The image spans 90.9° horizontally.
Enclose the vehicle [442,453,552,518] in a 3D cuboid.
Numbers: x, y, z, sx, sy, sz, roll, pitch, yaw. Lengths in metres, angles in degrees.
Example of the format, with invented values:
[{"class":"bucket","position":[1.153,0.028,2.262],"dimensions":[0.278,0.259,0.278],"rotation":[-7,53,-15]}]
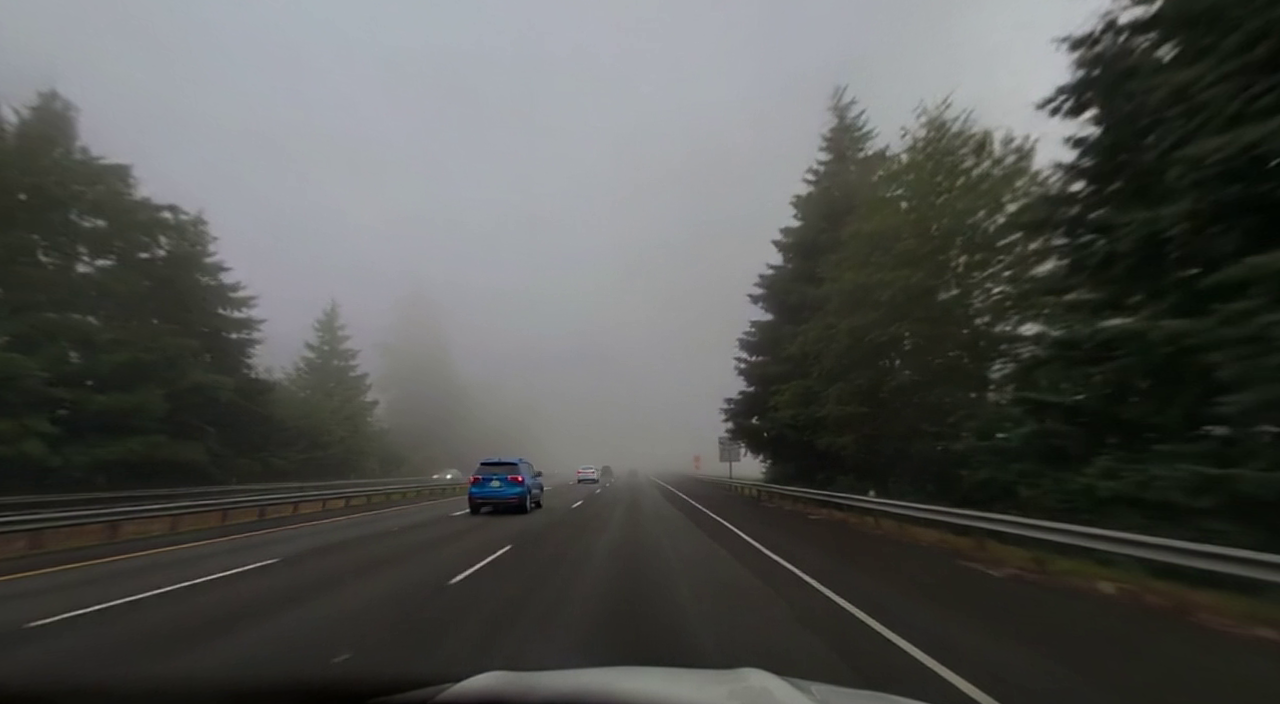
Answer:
[{"class":"vehicle","position":[-3.904,3.762,18.095],"dimensions":[2.068,1.592,4.479],"rotation":[0,-10,1]}]

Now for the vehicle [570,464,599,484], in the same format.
[{"class":"vehicle","position":[-4.286,9.588,49.472],"dimensions":[1.900,1.469,4.106],"rotation":[0,-10,0]}]
